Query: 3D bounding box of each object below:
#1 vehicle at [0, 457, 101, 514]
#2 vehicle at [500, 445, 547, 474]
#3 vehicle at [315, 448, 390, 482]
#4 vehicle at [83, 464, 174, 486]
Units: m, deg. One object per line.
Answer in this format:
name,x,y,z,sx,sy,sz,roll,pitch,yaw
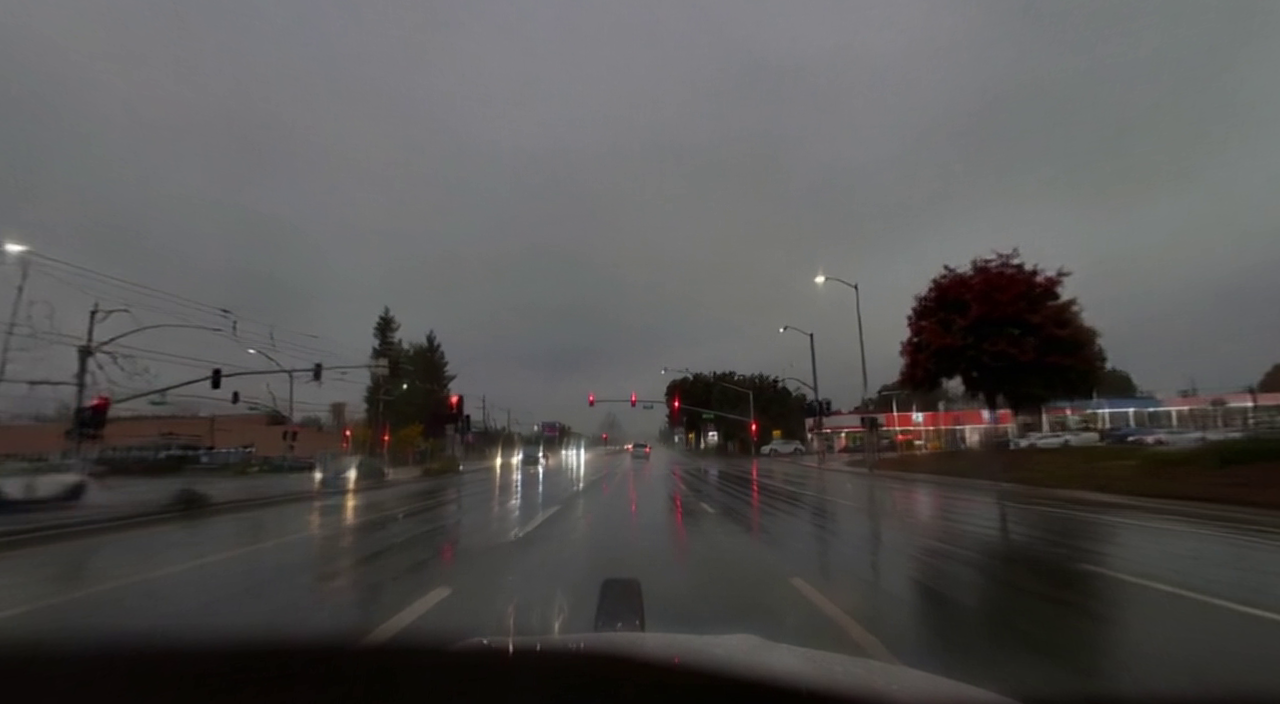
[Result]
vehicle,-18.609,3.836,18.204,1.948,1.507,4.742,0,-8,0
vehicle,-6.612,6.107,36.160,1.898,1.539,4.314,0,-8,-1
vehicle,-14.936,5.857,33.095,1.907,1.652,4.393,0,-8,-1
vehicle,-38.200,9.156,47.275,4.807,1.468,2.004,1,-8,-7
